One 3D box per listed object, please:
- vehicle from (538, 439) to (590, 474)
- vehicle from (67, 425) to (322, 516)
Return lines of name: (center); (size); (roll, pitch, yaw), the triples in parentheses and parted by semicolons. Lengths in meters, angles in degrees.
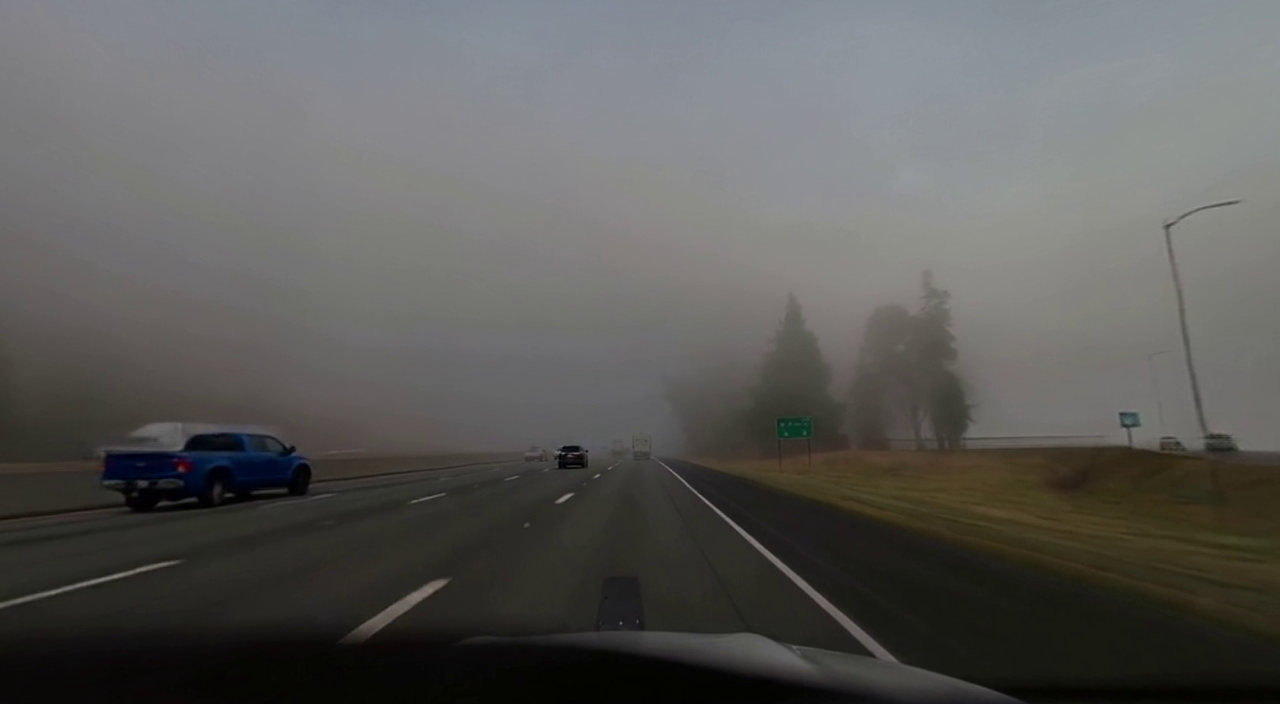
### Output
vehicle: (-3.922, 5.499, 33.212); (2.094, 1.695, 4.260); (0, -9, 1)
vehicle: (-10.149, 2.751, 15.168); (2.146, 1.764, 5.510); (0, -9, -1)
